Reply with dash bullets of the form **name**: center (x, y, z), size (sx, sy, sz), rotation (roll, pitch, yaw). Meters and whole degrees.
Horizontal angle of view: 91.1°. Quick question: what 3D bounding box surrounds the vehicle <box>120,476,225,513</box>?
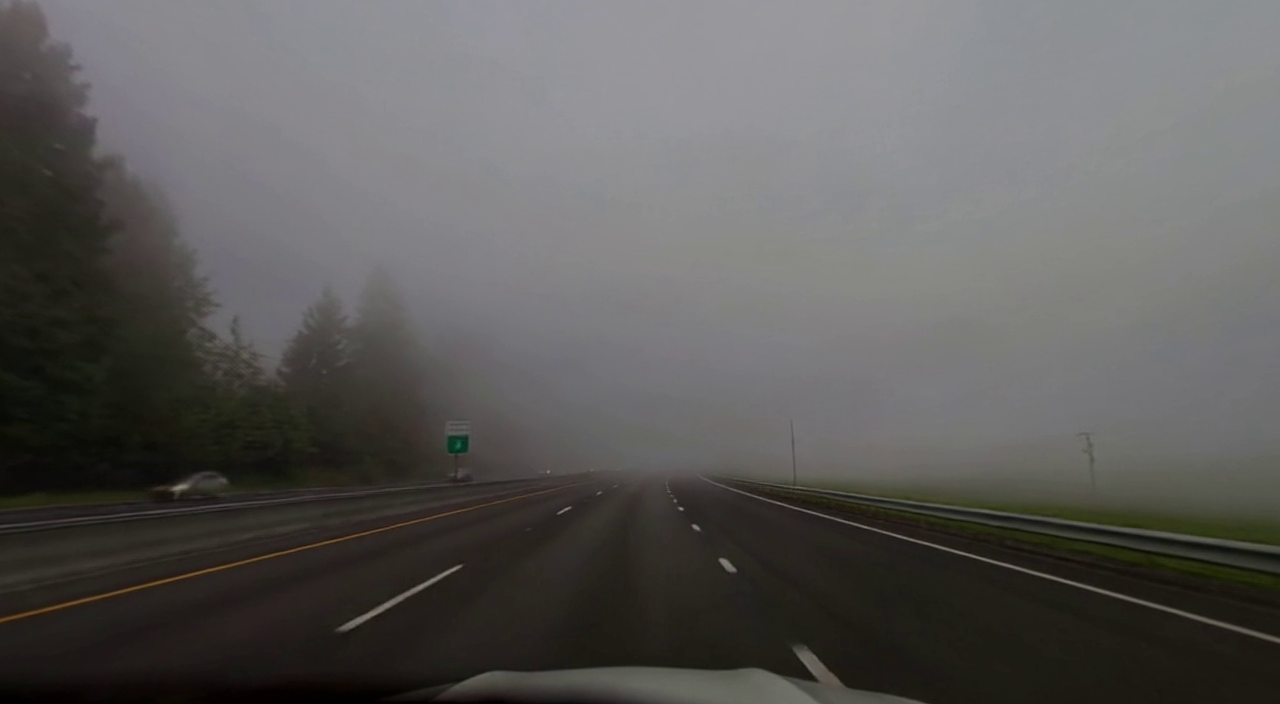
- **vehicle**: center (-20.962, 6.386, 28.359), size (1.694, 1.432, 3.833), rotation (1, -11, 1)
